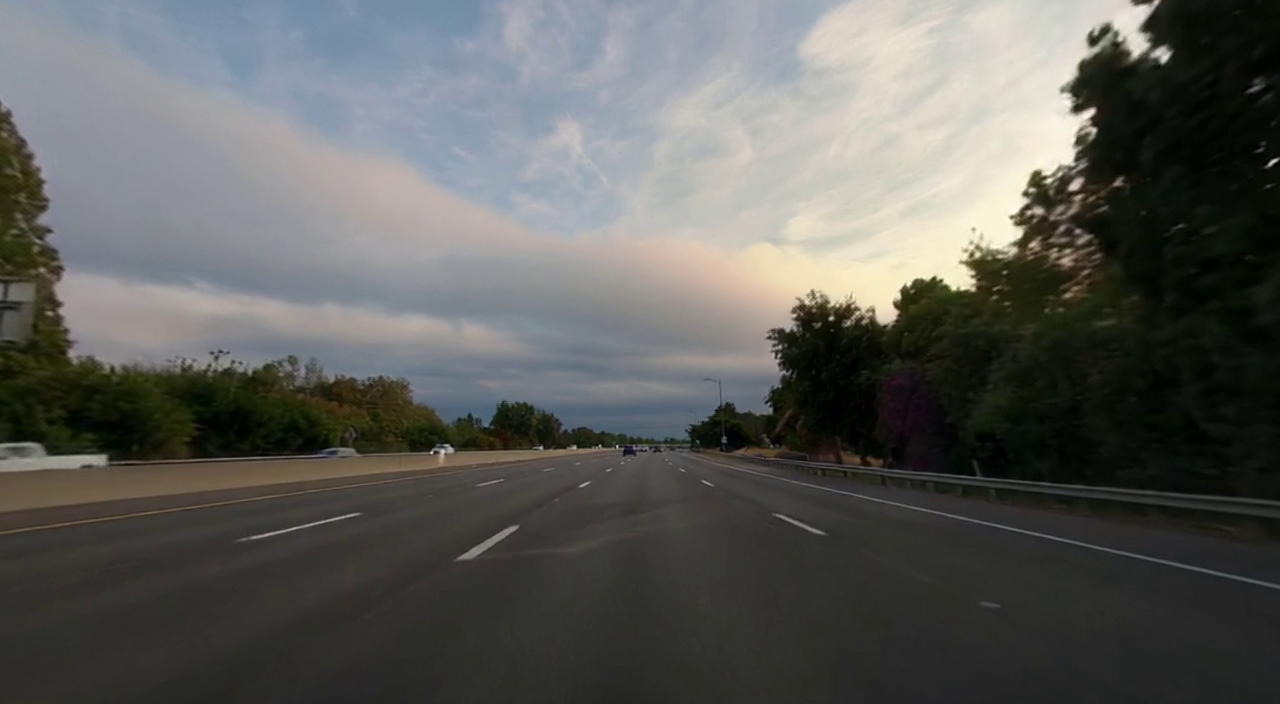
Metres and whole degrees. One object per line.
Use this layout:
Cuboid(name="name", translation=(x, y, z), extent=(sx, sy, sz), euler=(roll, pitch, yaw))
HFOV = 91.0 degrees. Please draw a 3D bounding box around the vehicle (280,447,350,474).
Cuboid(name="vehicle", translation=(-19.379, 6.446, 37.709), extent=(1.859, 1.505, 4.142), euler=(0, -9, 2))
